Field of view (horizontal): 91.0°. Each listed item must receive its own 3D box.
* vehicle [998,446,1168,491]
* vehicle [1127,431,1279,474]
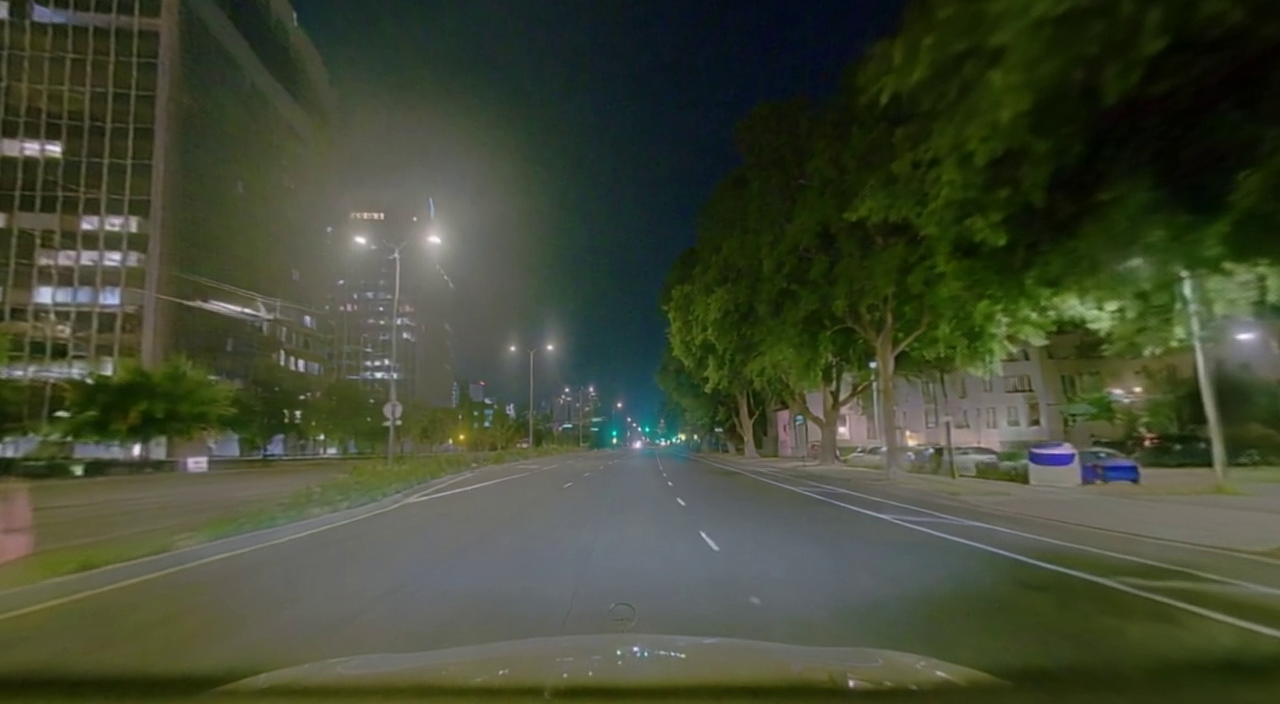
[{"bbox_3d":[15.315,4.039,21.974,4.331,1.469,2.008,0,-9,2],"label":"vehicle"},{"bbox_3d":[26.874,4.734,29.752,5.663,1.895,2.229,-1,-9,2],"label":"vehicle"}]
